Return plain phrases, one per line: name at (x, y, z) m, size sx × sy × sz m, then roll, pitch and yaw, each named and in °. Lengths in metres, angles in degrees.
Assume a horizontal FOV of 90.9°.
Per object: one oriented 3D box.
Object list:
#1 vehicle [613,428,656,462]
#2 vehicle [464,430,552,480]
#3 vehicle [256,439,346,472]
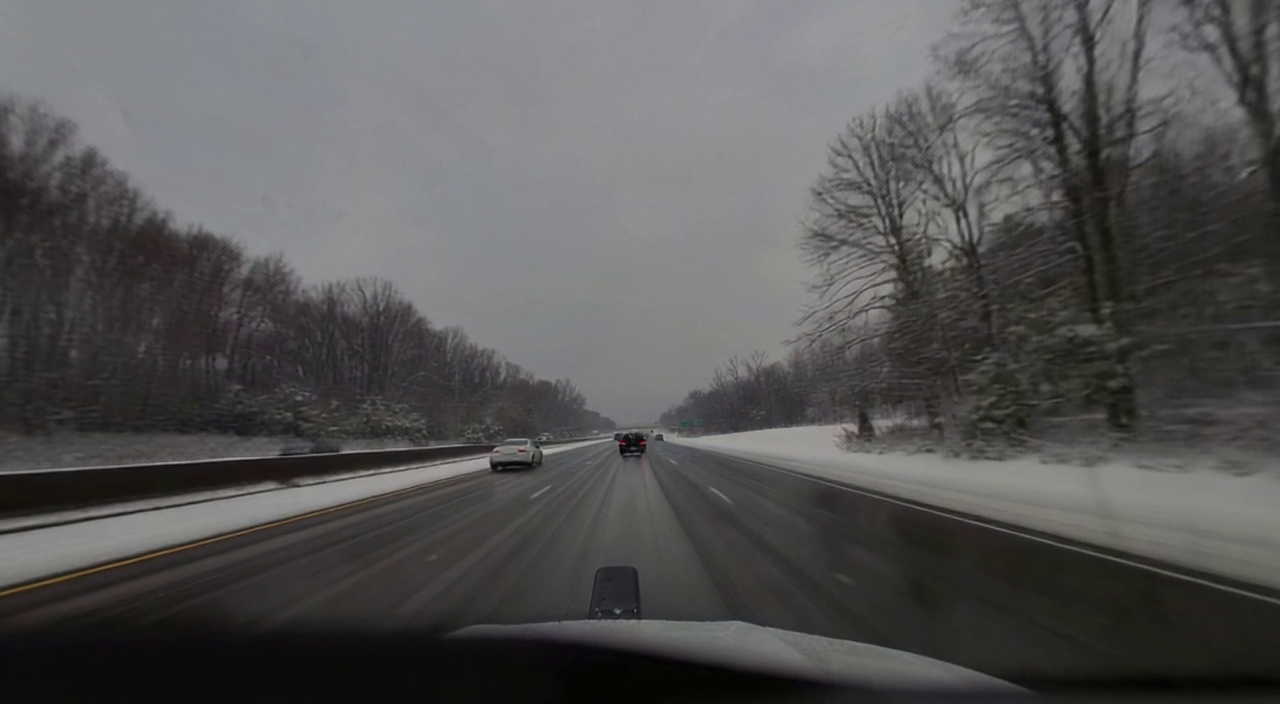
vehicle at (-0.290, 4.927, 33.566) m, size 2.134 × 1.654 × 4.174 m, roll 0°, pitch -8°, yaw 0°
vehicle at (-4.290, 3.399, 21.161) m, size 2.030 × 1.491 × 4.046 m, roll 0°, pitch -8°, yaw 1°
vehicle at (-16.142, 4.913, 30.301) m, size 1.790 × 1.459 × 4.542 m, roll 0°, pitch -8°, yaw 0°
